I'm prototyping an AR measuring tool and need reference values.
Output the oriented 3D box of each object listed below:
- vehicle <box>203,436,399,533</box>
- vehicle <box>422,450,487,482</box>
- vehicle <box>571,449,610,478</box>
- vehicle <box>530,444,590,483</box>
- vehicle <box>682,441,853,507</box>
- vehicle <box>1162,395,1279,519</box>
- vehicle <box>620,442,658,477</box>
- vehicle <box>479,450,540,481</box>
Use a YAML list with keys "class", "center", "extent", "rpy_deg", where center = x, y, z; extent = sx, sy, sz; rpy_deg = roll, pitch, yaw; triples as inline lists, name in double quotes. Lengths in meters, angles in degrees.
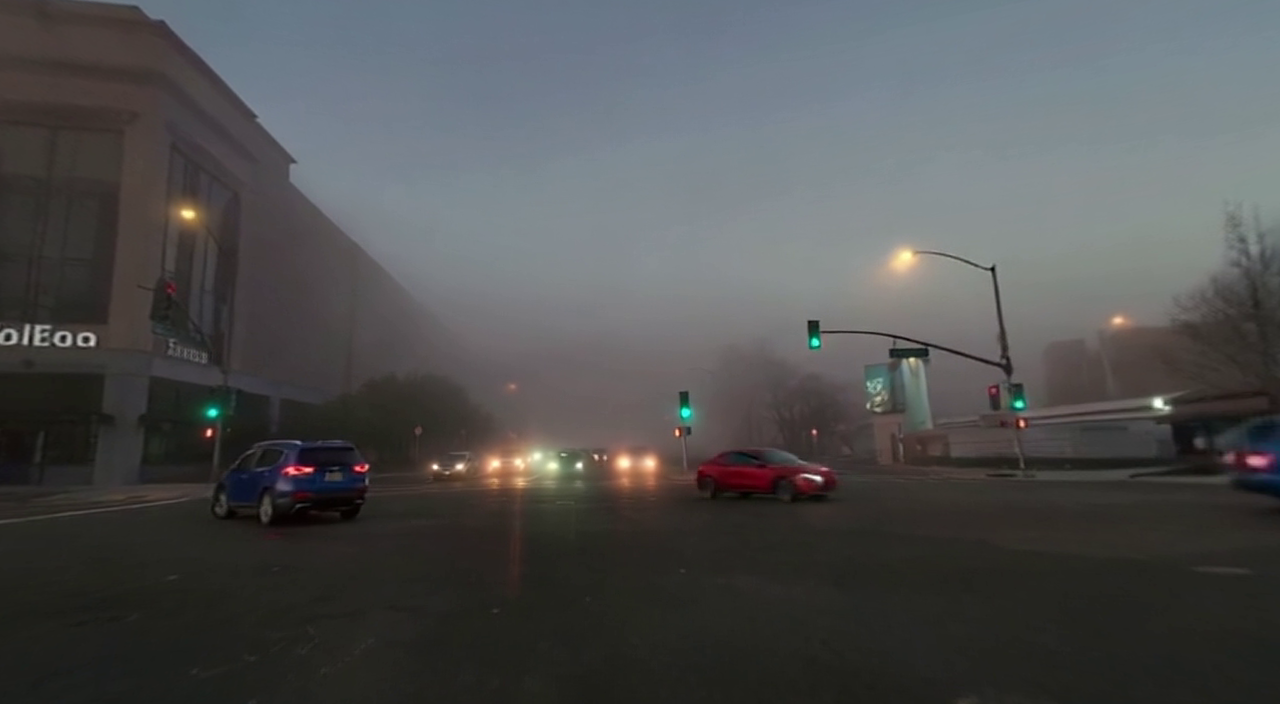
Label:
- class: "vehicle"
  center: [-7.593, 2.802, 14.003]
  extent: [4.445, 1.762, 2.238]
  rpy_deg: [-8, -11, 40]
- class: "vehicle"
  center: [-10.148, 6.239, 34.921]
  extent: [2.005, 1.596, 4.342]
  rpy_deg: [-1, -9, 4]
- class: "vehicle"
  center: [-3.032, 6.945, 39.643]
  extent: [1.975, 1.690, 4.094]
  rpy_deg: [0, -9, 2]
- class: "vehicle"
  center: [-3.891, 5.498, 31.495]
  extent: [2.162, 1.788, 4.603]
  rpy_deg: [-1, -9, 3]
- class: "vehicle"
  center: [3.460, 3.414, 18.225]
  extent: [2.142, 1.607, 4.733]
  rpy_deg: [5, -10, -31]
- class: "vehicle"
  center: [14.039, 1.932, 11.743]
  extent: [5.960, 2.200, 2.708]
  rpy_deg: [-4, -9, 22]
- class: "vehicle"
  center: [0.014, 6.451, 38.252]
  extent: [2.160, 1.948, 4.784]
  rpy_deg: [0, -9, 2]
- class: "vehicle"
  center: [-6.933, 6.092, 34.053]
  extent: [2.163, 1.529, 4.210]
  rpy_deg: [-1, -9, 3]
